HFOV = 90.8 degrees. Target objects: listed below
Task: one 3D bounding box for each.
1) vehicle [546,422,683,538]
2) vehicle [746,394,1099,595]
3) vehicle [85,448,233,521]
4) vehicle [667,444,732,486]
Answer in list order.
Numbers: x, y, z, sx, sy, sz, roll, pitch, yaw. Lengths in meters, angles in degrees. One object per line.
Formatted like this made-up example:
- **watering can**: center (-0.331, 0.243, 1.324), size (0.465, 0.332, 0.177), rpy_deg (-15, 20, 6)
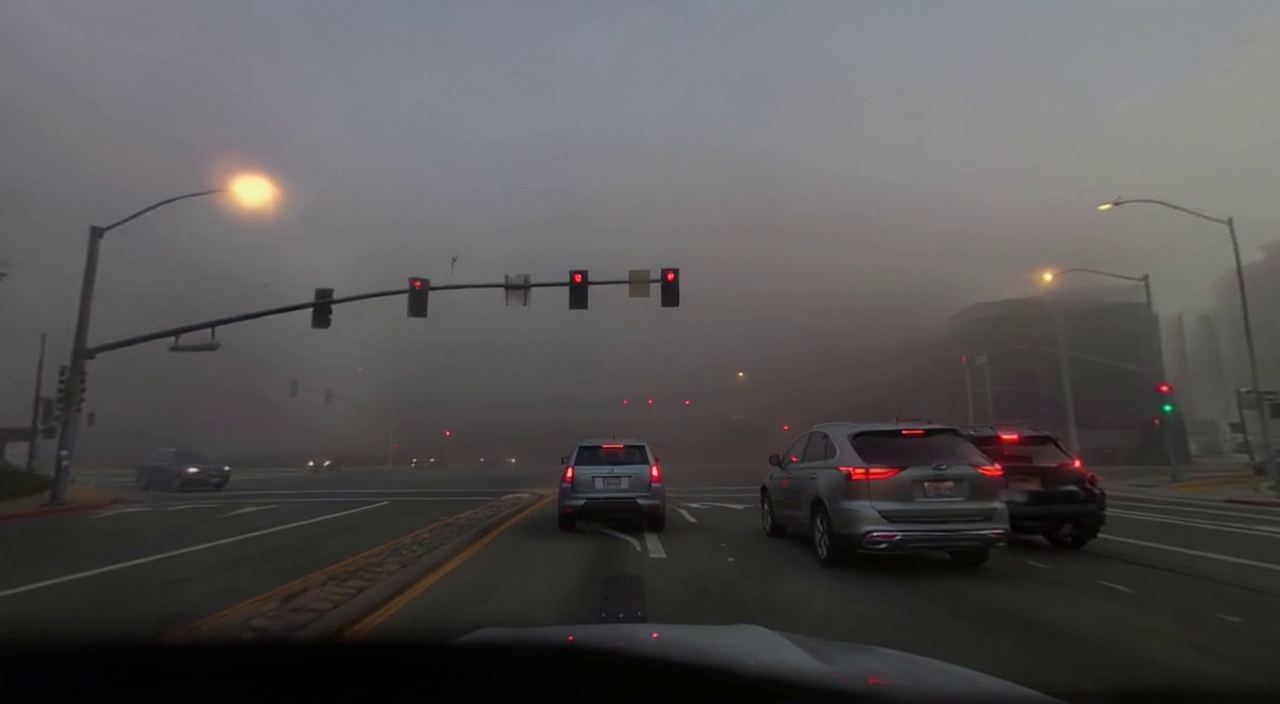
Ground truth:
- **vehicle**: center (-0.445, 2.213, 11.527), size (2.039, 1.698, 4.144), rpy_deg (0, -8, -2)
- **vehicle**: center (2.944, 1.608, 7.974), size (2.228, 1.798, 4.370), rpy_deg (0, -8, -3)
- **vehicle**: center (-13.690, 3.698, 18.388), size (2.060, 1.771, 4.802), rpy_deg (3, -9, -21)
- **vehicle**: center (2.213, 4.331, 24.545), size (1.900, 1.459, 4.260), rpy_deg (0, -8, -3)
